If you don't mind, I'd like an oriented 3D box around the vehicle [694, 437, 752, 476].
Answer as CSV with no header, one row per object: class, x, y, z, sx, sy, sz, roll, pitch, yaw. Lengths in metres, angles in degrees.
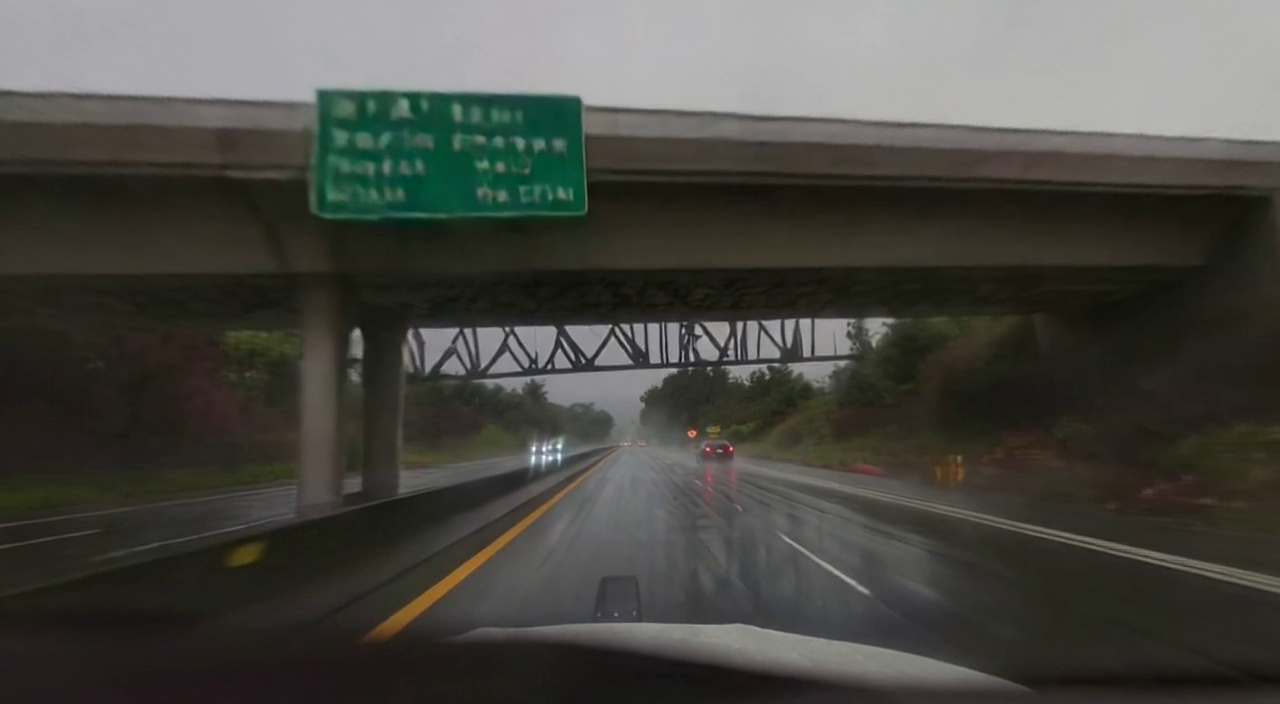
vehicle,3.322,4.250,25.879,1.781,1.470,3.540,0,-8,-2
